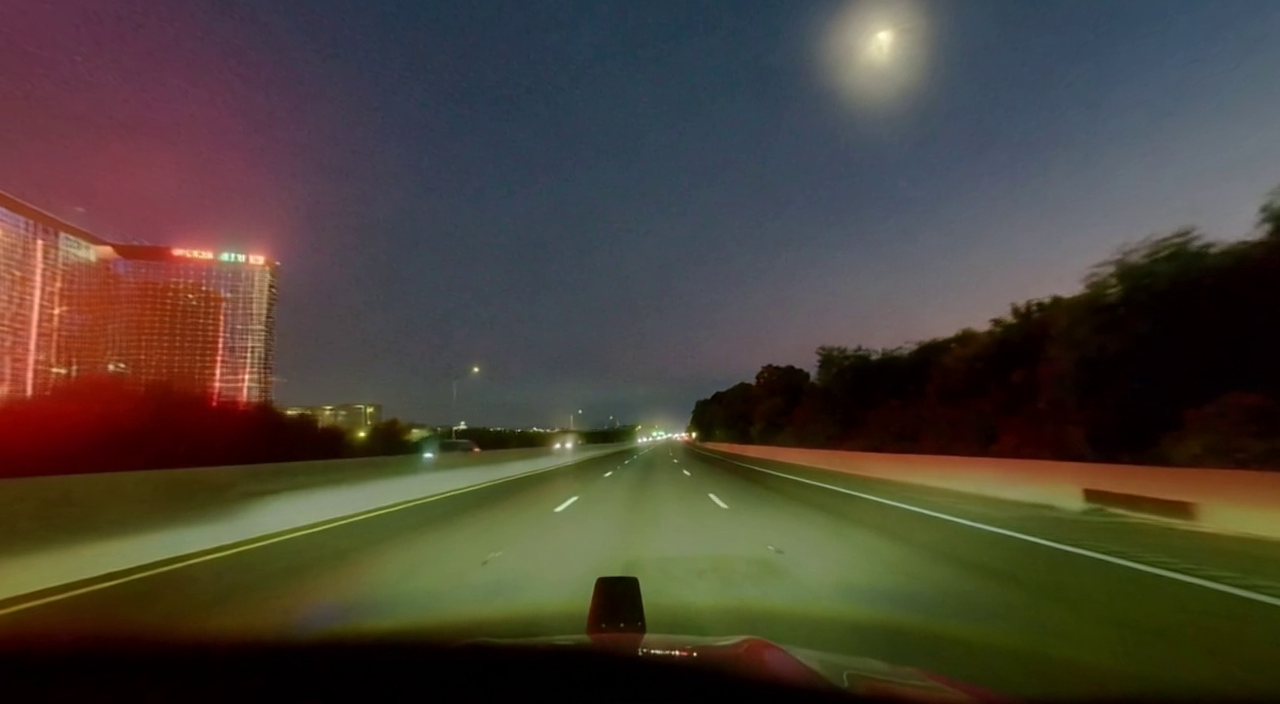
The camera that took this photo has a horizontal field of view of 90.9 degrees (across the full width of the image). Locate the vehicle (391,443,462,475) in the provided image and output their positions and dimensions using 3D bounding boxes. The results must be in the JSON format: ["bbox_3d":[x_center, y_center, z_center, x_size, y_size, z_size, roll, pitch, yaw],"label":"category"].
[{"bbox_3d":[-10.563,5.287,31.553,1.886,1.454,4.563,0,-8,1],"label":"vehicle"}]
